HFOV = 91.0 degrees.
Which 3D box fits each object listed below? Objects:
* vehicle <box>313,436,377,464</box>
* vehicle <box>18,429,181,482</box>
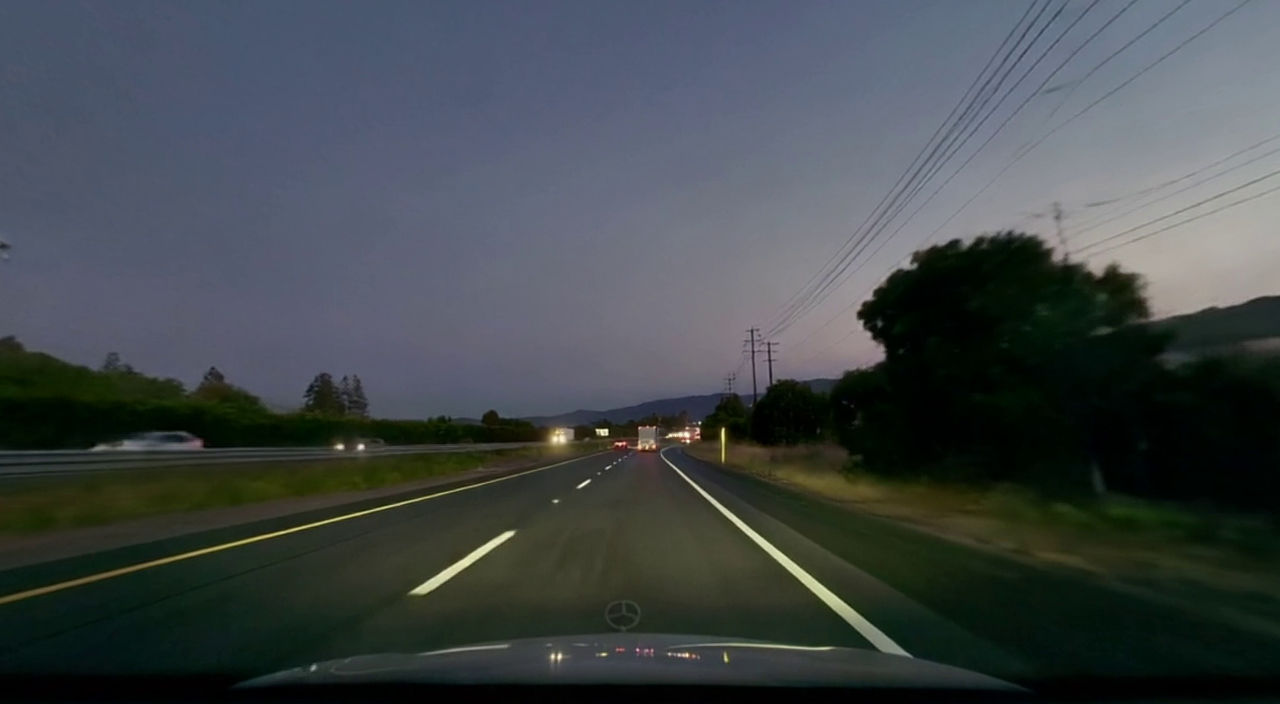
[{"bbox_3d":[-21.066,7.015,45.269,2.120,1.865,4.831,0,-9,1],"label":"vehicle"},{"bbox_3d":[-20.837,4.034,24.649,2.091,1.842,4.710,0,-9,1],"label":"vehicle"}]
